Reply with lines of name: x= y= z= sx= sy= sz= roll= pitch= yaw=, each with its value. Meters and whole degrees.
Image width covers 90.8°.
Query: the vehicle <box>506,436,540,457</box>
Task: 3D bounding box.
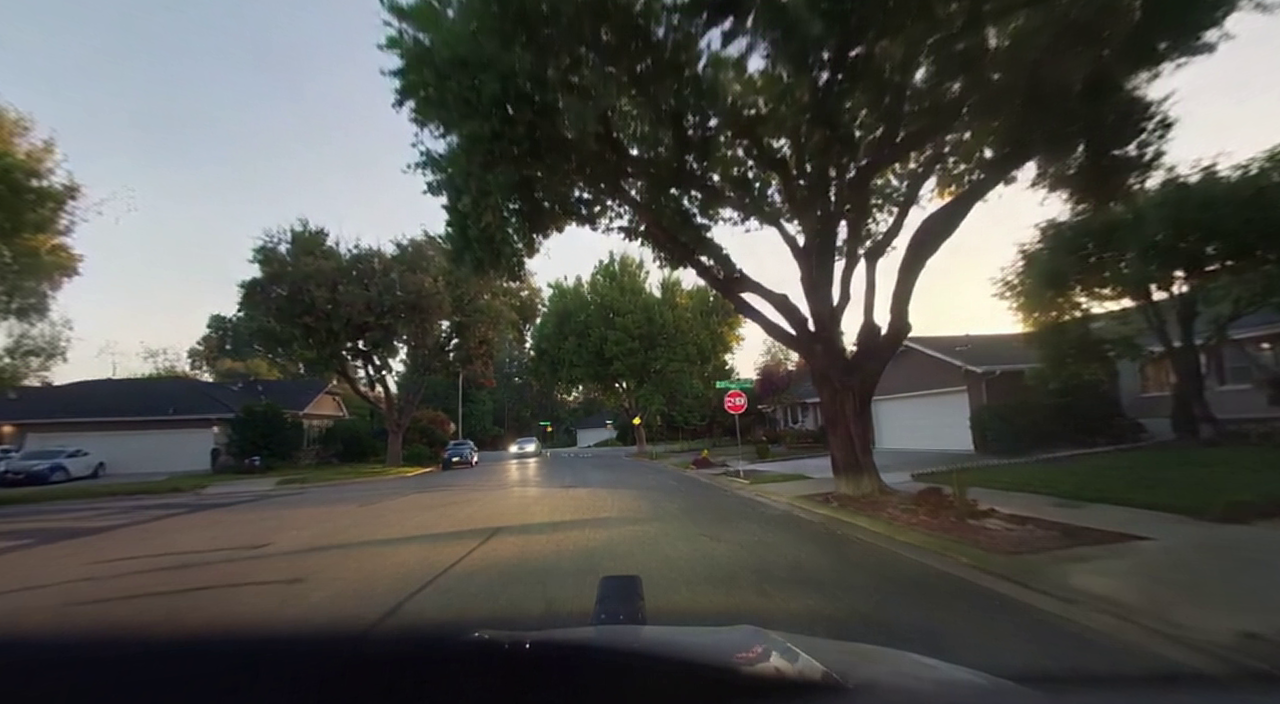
vehicle: x=-8.792 y=7.166 z=47.868 sx=2.146 sy=1.506 sz=4.885 roll=1 pitch=-8 yaw=-7

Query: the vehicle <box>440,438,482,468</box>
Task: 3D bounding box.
vehicle: x=-10.397 y=5.879 z=36.995 sx=1.994 sy=1.656 sz=4.334 roll=2 pitch=-9 yaw=-12

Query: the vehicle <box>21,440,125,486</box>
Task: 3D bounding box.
vehicle: x=-24.210 y=4.700 z=27.237 sx=1.973 sy=1.787 sz=5.045 roll=4 pitch=-9 yaw=-27
